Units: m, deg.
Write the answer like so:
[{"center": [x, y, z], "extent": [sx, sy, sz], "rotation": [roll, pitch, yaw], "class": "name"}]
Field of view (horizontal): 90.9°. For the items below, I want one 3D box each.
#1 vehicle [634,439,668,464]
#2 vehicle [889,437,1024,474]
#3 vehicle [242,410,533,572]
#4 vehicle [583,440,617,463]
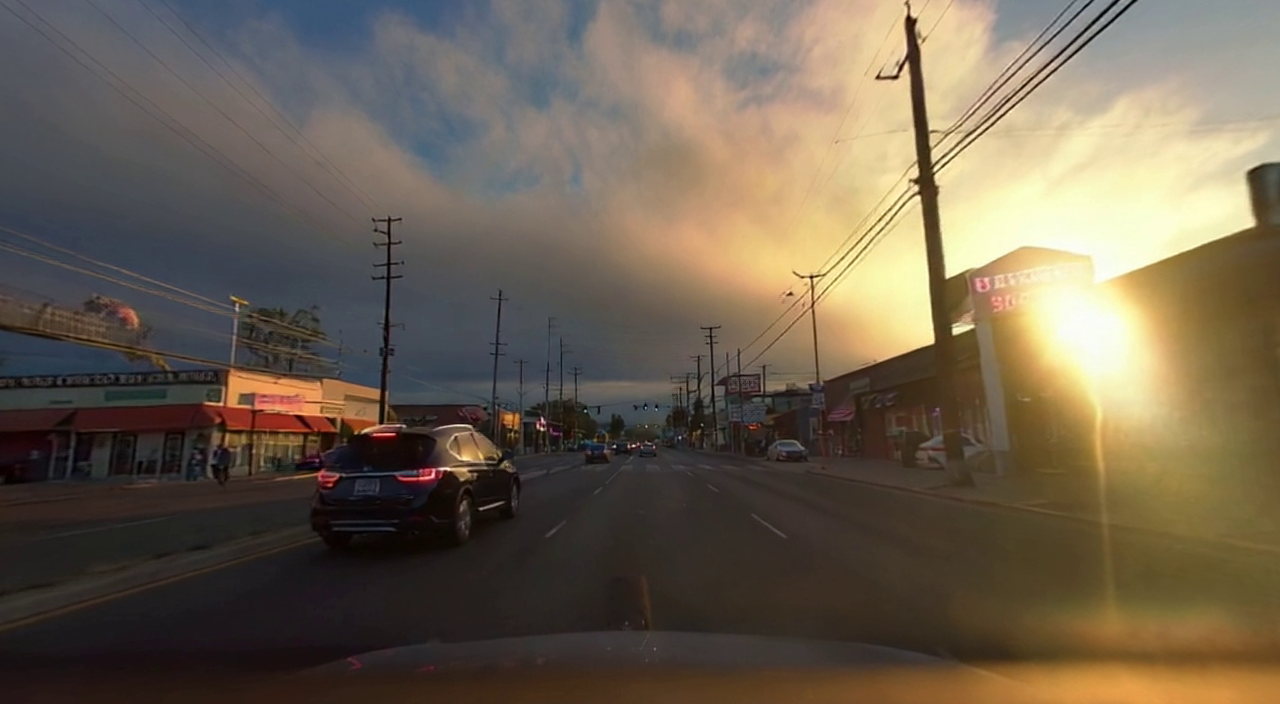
[{"center": [0.668, 6.286, 39.817], "extent": [2.037, 1.484, 4.073], "rotation": [0, -9, 1], "class": "vehicle"}, {"center": [13.421, 4.393, 26.953], "extent": [4.707, 1.485, 1.948], "rotation": [0, -9, -1], "class": "vehicle"}, {"center": [-2.975, 1.761, 8.739], "extent": [2.049, 1.646, 4.445], "rotation": [-1, -9, 2], "class": "vehicle"}, {"center": [-2.710, 6.876, 43.665], "extent": [1.950, 1.450, 4.257], "rotation": [-1, -9, 2], "class": "vehicle"}]
